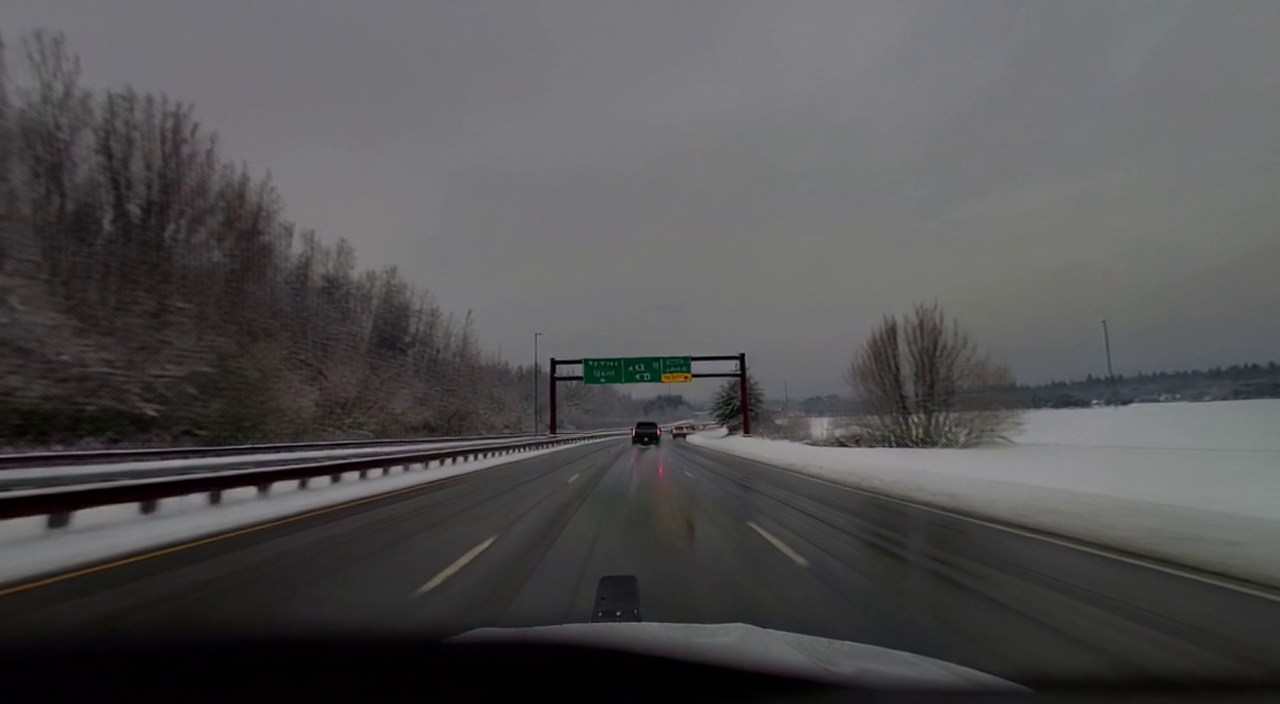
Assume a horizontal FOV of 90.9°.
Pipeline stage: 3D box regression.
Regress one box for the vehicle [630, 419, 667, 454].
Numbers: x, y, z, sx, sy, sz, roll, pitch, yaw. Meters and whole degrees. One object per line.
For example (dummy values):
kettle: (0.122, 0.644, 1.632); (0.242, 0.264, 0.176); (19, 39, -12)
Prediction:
vehicle: (0.577, 5.909, 44.098); (2.450, 2.314, 4.753); (0, -8, 1)
